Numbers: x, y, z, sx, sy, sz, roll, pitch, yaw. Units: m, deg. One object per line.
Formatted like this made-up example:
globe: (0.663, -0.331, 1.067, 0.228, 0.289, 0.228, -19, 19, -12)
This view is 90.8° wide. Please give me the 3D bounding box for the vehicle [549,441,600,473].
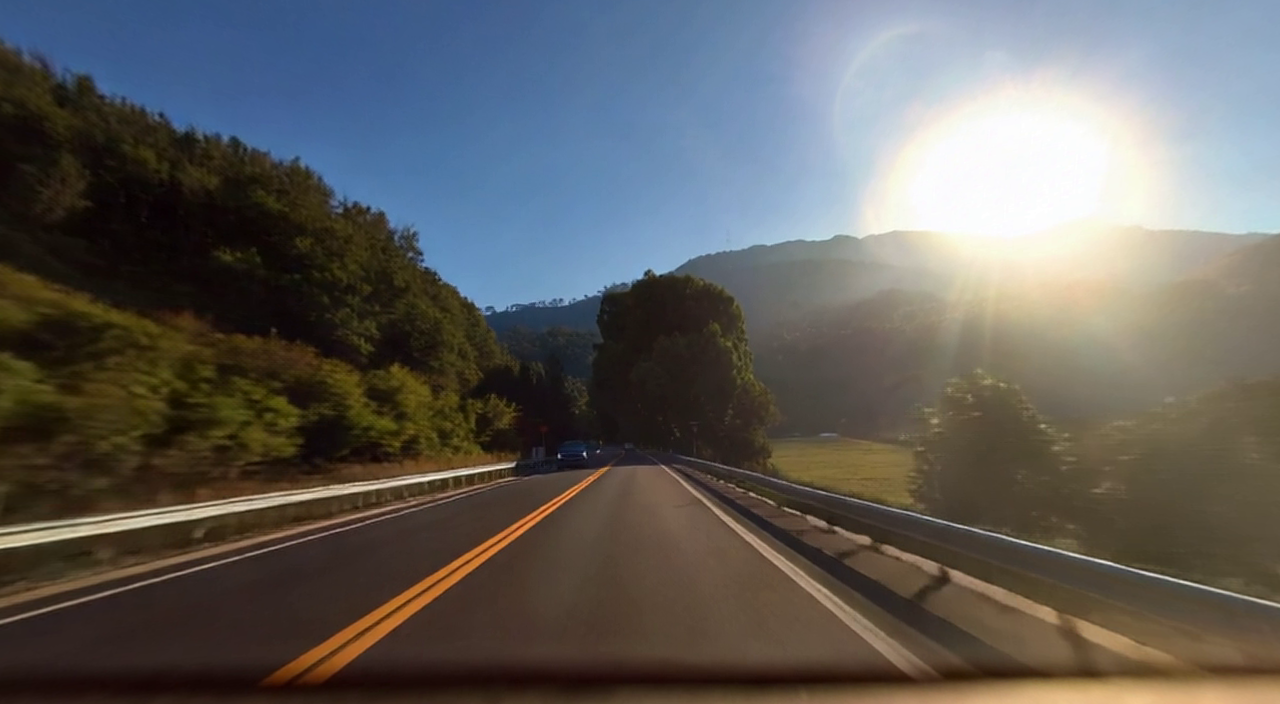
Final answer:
vehicle: (-3.831, 6.299, 38.100, 2.415, 1.750, 4.927, 0, -9, 1)
